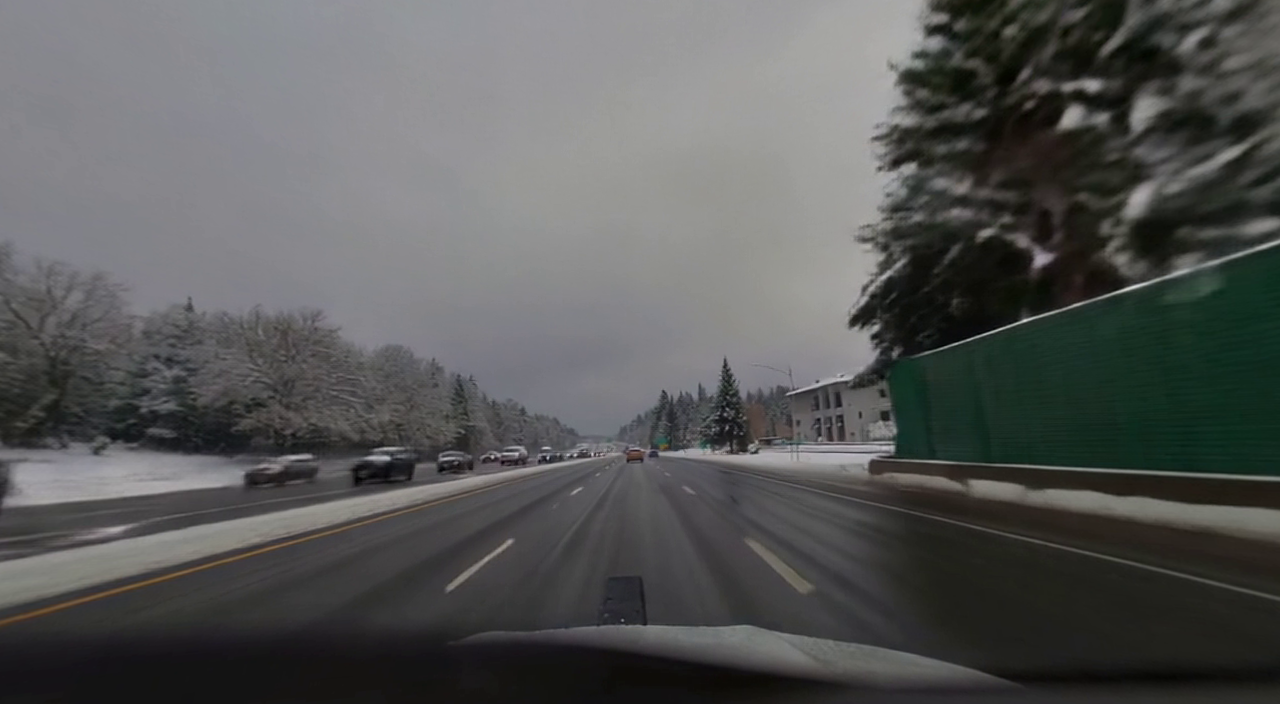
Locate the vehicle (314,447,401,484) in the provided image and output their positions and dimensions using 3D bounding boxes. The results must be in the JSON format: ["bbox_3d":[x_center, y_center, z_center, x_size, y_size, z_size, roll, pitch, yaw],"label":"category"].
[{"bbox_3d":[-11.952,4.804,26.959,1.852,1.455,4.006,0,-9,0],"label":"vehicle"}]

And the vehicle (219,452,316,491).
[{"bbox_3d":[-16.132,5.178,27.533,1.812,1.528,3.947,0,-9,0],"label":"vehicle"}]

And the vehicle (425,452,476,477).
[{"bbox_3d":[-11.569,6.851,38.743,1.879,1.413,4.147,0,-9,0],"label":"vehicle"}]
